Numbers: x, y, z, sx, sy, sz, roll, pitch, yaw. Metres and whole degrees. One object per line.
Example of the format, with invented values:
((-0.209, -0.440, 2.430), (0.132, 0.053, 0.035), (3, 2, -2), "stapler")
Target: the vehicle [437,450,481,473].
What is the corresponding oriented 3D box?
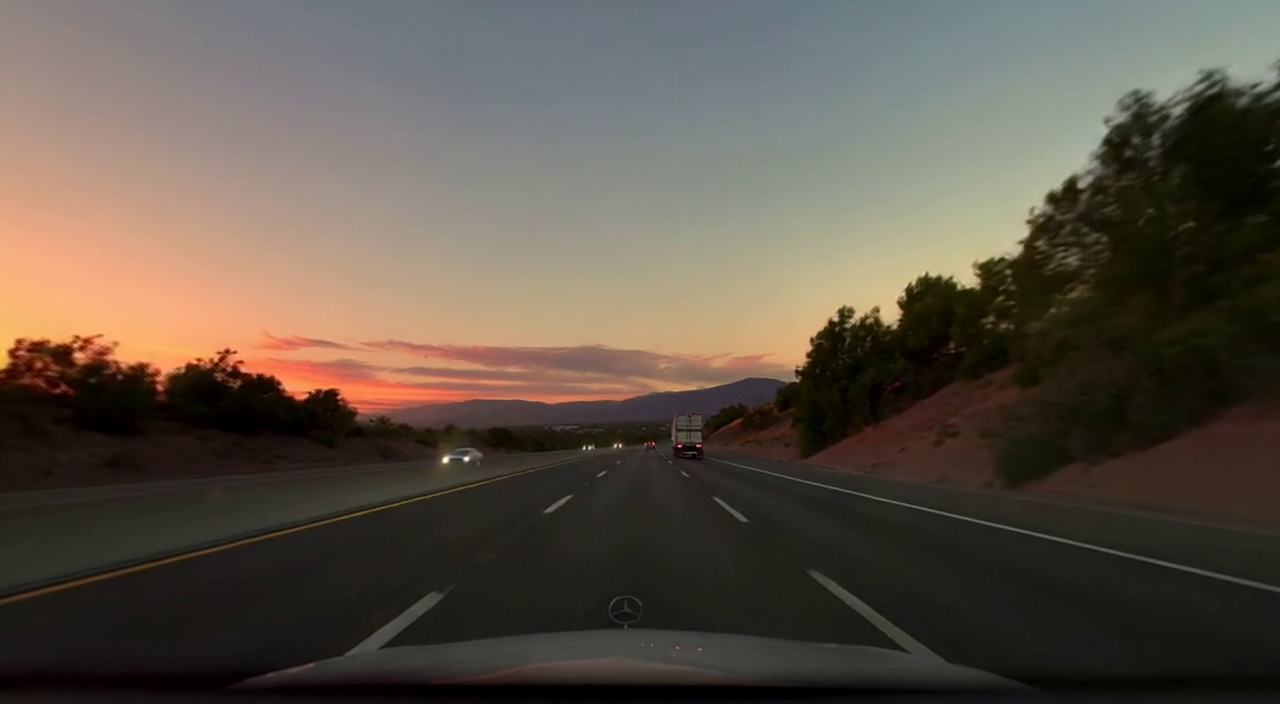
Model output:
((-12.620, 7.653, 44.037), (1.860, 1.528, 4.016), (0, -8, 0), "vehicle")
